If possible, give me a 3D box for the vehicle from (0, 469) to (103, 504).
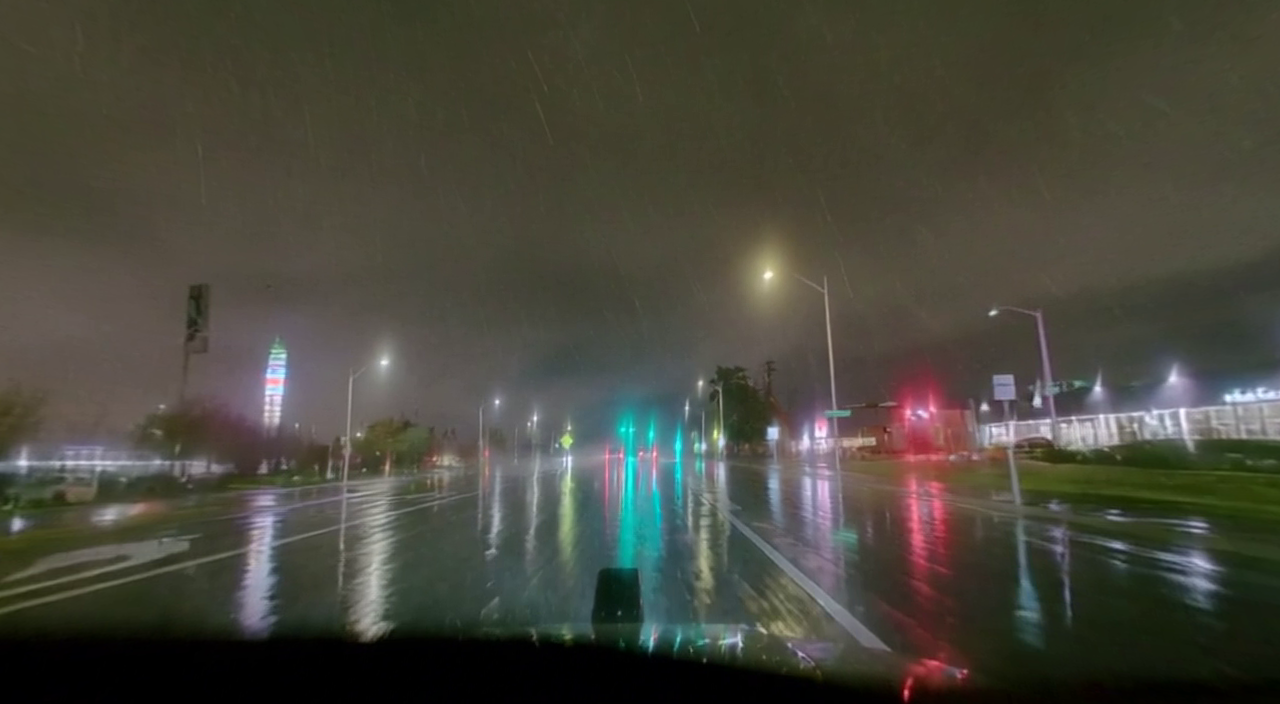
[{"bbox_3d":[-28.952,6.469,30.685,1.882,1.401,4.476,0,-9,-2],"label":"vehicle"}]
